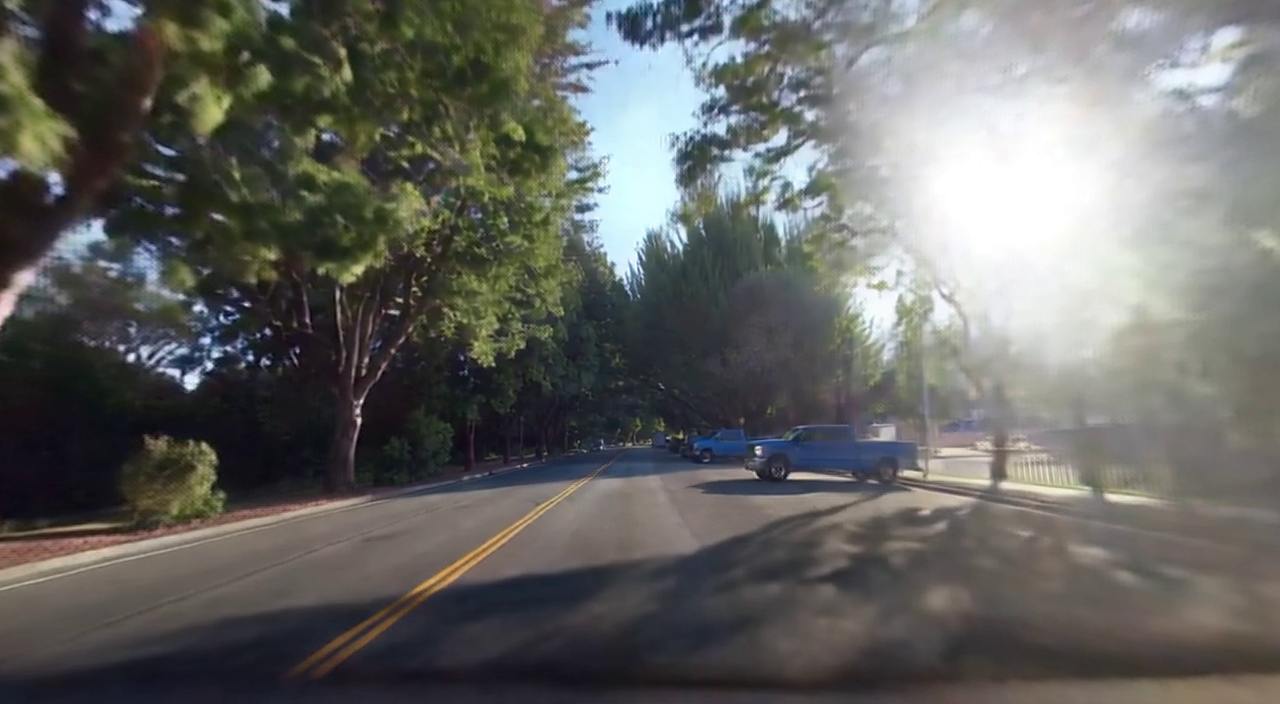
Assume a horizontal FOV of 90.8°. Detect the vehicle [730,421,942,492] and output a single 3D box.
[{"bbox_3d":[5.953,3.264,19.905,5.797,2.070,2.502,0,-8,-1],"label":"vehicle"}]
